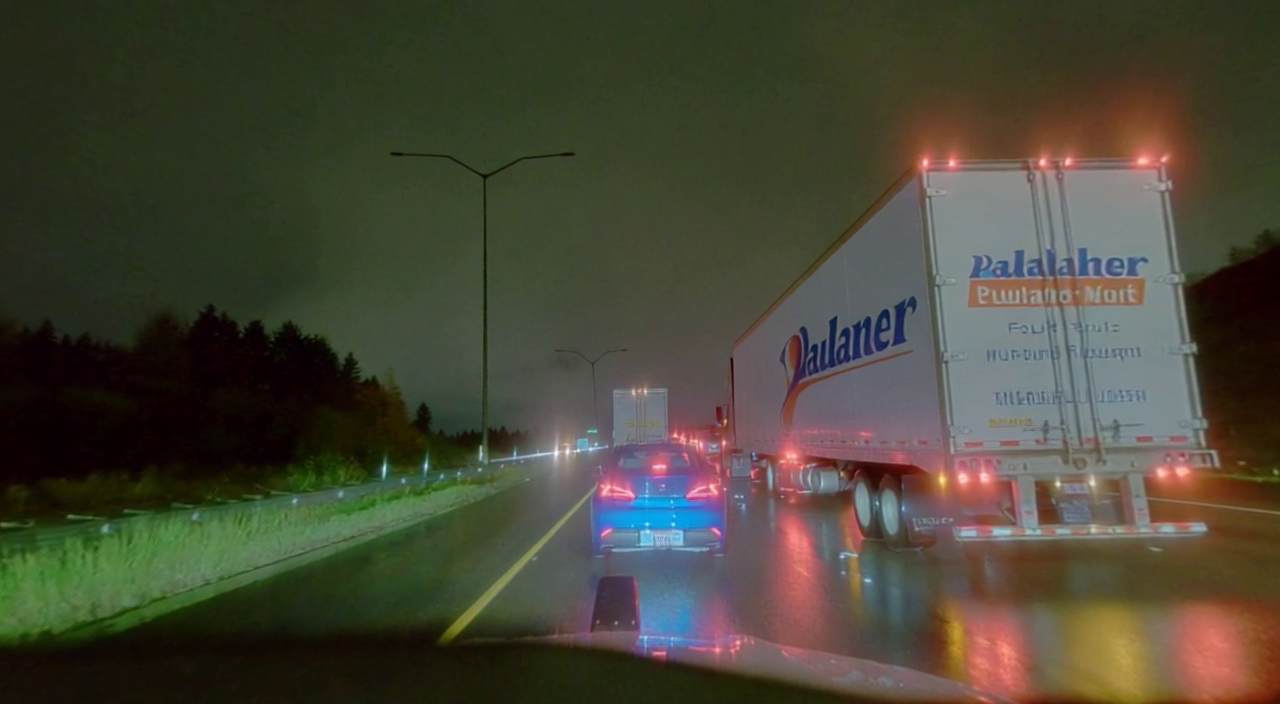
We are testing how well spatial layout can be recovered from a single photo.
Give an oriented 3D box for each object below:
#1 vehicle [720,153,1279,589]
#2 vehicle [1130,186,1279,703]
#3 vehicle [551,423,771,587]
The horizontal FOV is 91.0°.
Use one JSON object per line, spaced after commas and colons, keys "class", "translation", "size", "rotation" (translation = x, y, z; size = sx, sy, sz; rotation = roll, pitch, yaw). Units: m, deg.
{"class": "vehicle", "translation": [4.193, 1.068, 12.968], "size": [2.827, 4.081, 14.305], "rotation": [0, -8, -1]}
{"class": "vehicle", "translation": [4.729, 0.120, 0.643], "size": [2.892, 2.615, 6.650], "rotation": [0, -8, -2]}
{"class": "vehicle", "translation": [0.181, 1.687, 7.722], "size": [2.045, 1.490, 3.597], "rotation": [-1, -8, 0]}
